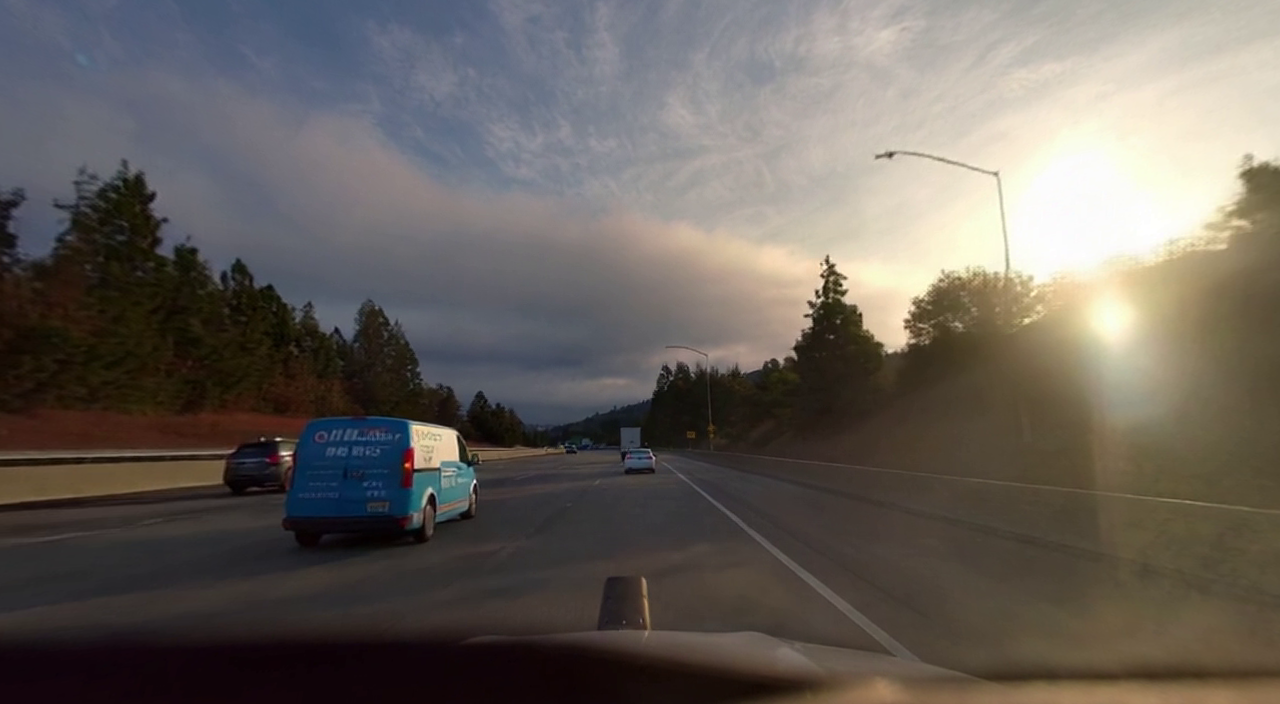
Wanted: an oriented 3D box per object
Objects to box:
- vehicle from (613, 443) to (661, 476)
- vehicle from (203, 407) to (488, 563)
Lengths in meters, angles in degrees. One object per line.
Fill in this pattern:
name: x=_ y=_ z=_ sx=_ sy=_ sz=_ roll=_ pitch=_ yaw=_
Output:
vehicle: x=-0.123 y=5.288 z=31.243 sx=2.238 sy=1.479 sz=3.672 roll=0 pitch=-9 yaw=0
vehicle: x=-4.178 y=1.994 z=10.221 sx=2.174 sy=1.862 sz=5.012 roll=0 pitch=-9 yaw=0
